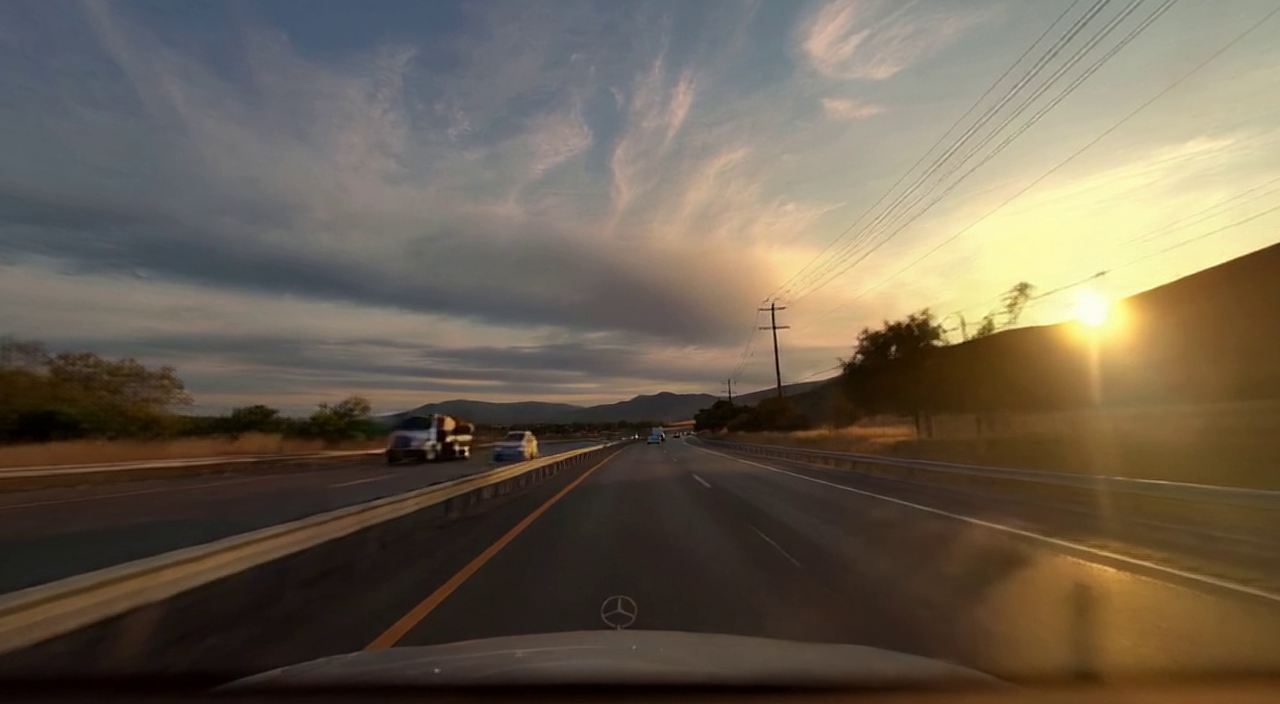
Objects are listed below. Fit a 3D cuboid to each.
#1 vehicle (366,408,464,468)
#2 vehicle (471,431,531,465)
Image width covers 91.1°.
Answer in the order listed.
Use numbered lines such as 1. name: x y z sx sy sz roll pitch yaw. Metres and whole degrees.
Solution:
1. vehicle: -10.838 4.210 30.910 2.464 2.612 5.995 0 -8 1
2. vehicle: -7.034 4.886 32.272 2.015 1.597 4.252 0 -8 1
